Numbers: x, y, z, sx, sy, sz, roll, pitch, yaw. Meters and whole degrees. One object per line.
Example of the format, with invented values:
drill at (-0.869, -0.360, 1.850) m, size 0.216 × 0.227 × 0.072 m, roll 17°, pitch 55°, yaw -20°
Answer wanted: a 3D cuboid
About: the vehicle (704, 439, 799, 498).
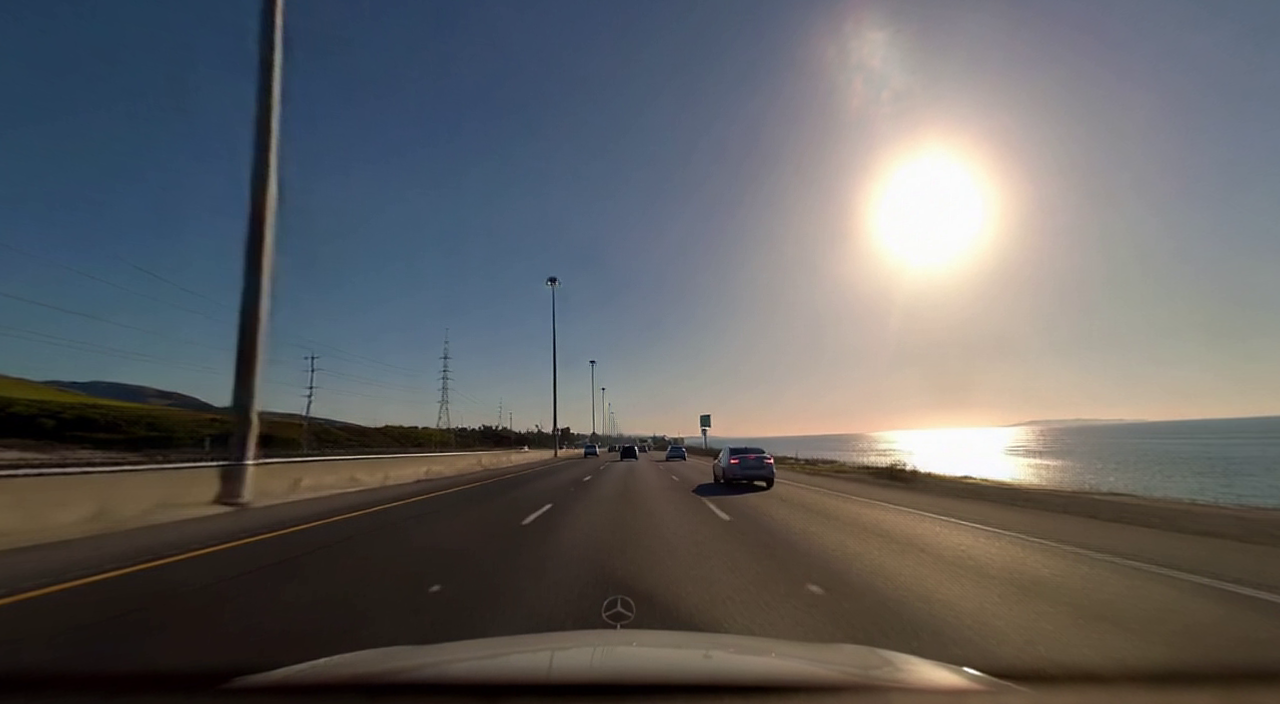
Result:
vehicle at (3.068, 3.300, 18.395) m, size 1.890 × 1.490 × 4.373 m, roll 0°, pitch -8°, yaw -1°
